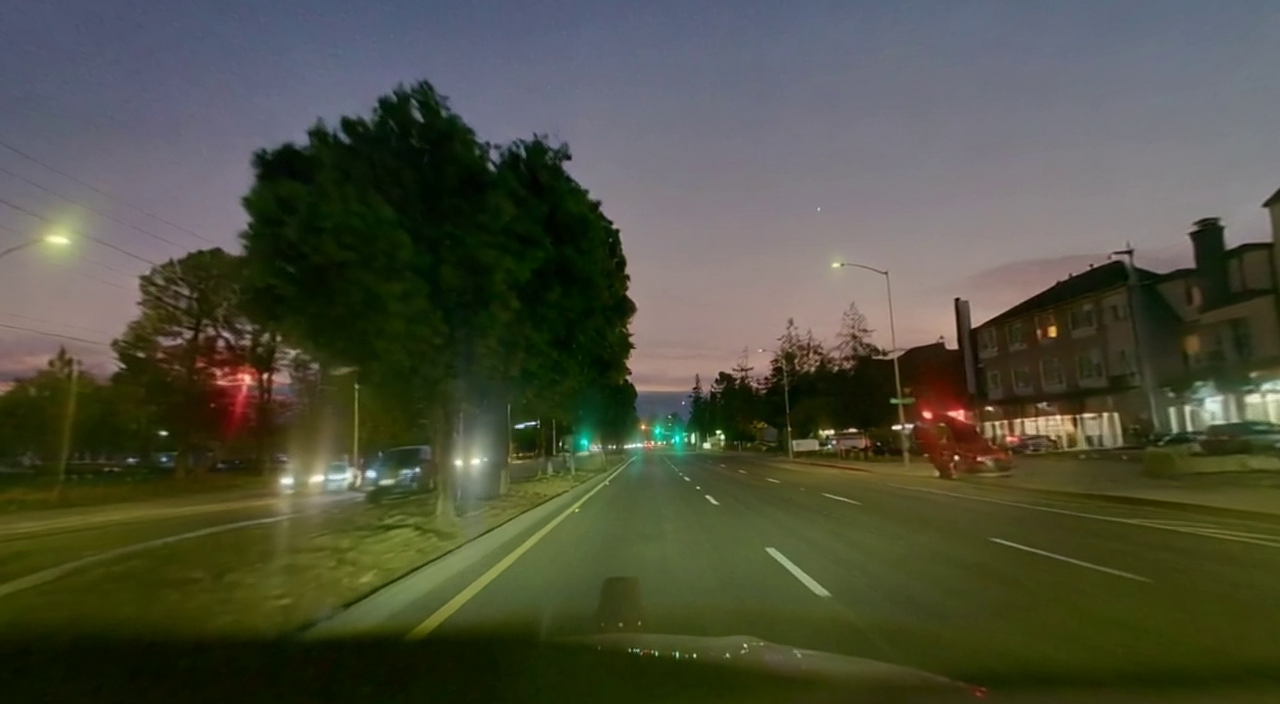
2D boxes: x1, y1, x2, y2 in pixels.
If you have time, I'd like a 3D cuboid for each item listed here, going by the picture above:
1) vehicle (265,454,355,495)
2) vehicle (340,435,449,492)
[{"bbox_3d":[-15.561,5.777,30.048,1.930,1.738,4.339,0,-9,0],"label":"vehicle"},{"bbox_3d":[-9.811,4.492,25.784,2.180,2.034,5.429,0,-9,1],"label":"vehicle"}]
